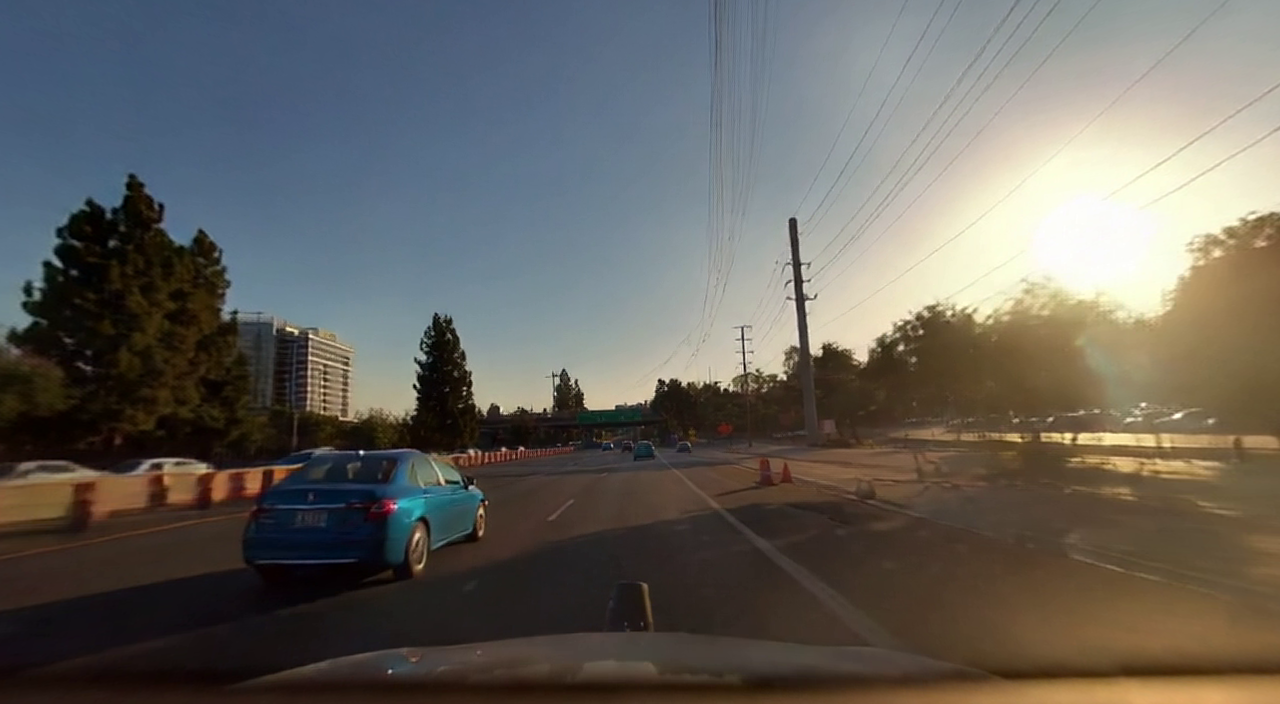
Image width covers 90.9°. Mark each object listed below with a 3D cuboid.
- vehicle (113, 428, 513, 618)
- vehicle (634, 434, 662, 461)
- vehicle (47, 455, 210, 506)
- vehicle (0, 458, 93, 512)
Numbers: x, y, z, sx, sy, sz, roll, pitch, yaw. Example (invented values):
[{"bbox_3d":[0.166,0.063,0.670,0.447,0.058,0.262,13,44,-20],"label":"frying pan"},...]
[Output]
[{"bbox_3d":[-3.098,1.721,7.484,2.087,1.480,4.825,0,-8,1],"label":"vehicle"},{"bbox_3d":[0.570,7.149,47.218,2.060,1.845,4.151,0,-8,0],"label":"vehicle"},{"bbox_3d":[-17.183,4.291,21.529,1.852,1.491,4.306,0,-8,2],"label":"vehicle"},{"bbox_3d":[-21.765,4.538,21.601,1.919,1.672,4.607,0,-8,0],"label":"vehicle"}]
